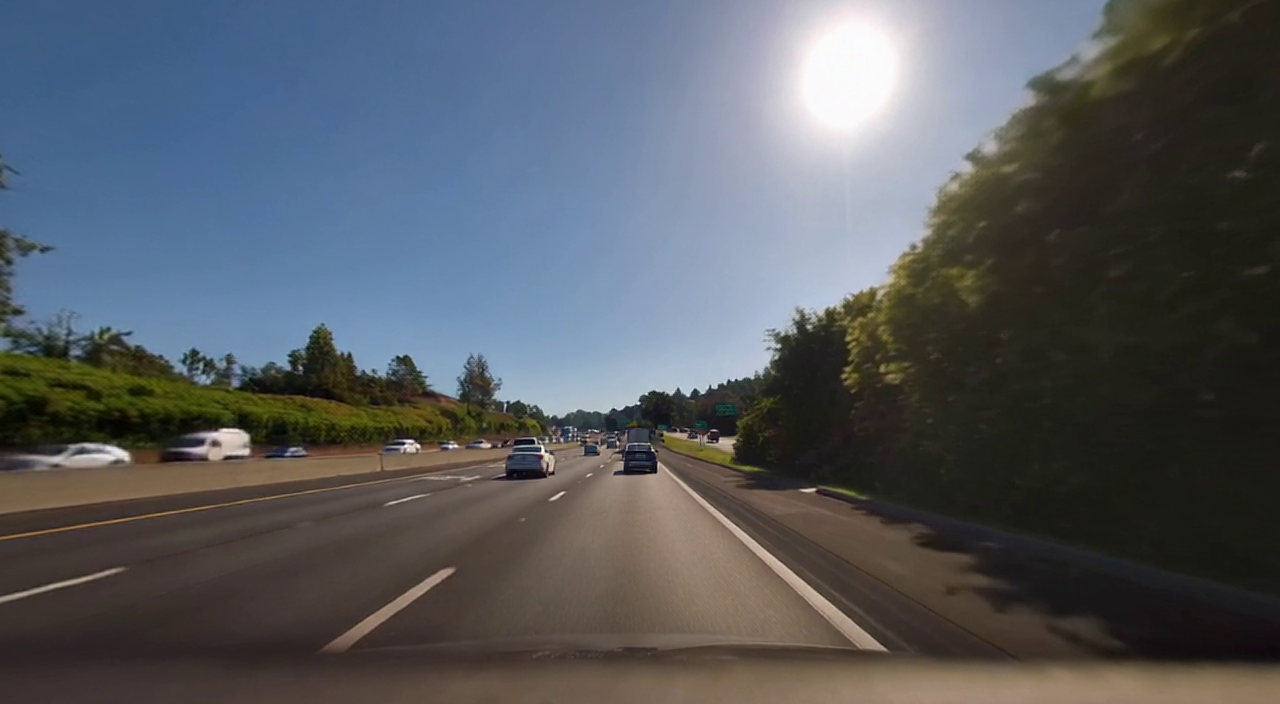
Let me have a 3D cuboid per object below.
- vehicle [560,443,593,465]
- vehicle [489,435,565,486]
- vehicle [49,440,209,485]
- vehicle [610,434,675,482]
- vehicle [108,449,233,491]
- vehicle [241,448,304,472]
[{"bbox_3d":[-4.715,7.659,47.567,2.084,1.528,4.094,0,-8,0],"label":"vehicle"},{"bbox_3d":[-4.109,4.033,23.737,2.044,1.717,4.421,0,-8,0],"label":"vehicle"},{"bbox_3d":[-21.606,4.679,27.171,2.141,1.690,5.651,0,-8,0],"label":"vehicle"},{"bbox_3d":[0.053,4.260,25.689,2.378,1.750,4.355,0,-8,-1],"label":"vehicle"},{"bbox_3d":[-17.627,4.415,23.980,1.825,1.411,3.761,0,-8,0],"label":"vehicle"},{"bbox_3d":[-24.658,7.243,42.572,1.784,1.522,4.042,0,-8,0],"label":"vehicle"}]
